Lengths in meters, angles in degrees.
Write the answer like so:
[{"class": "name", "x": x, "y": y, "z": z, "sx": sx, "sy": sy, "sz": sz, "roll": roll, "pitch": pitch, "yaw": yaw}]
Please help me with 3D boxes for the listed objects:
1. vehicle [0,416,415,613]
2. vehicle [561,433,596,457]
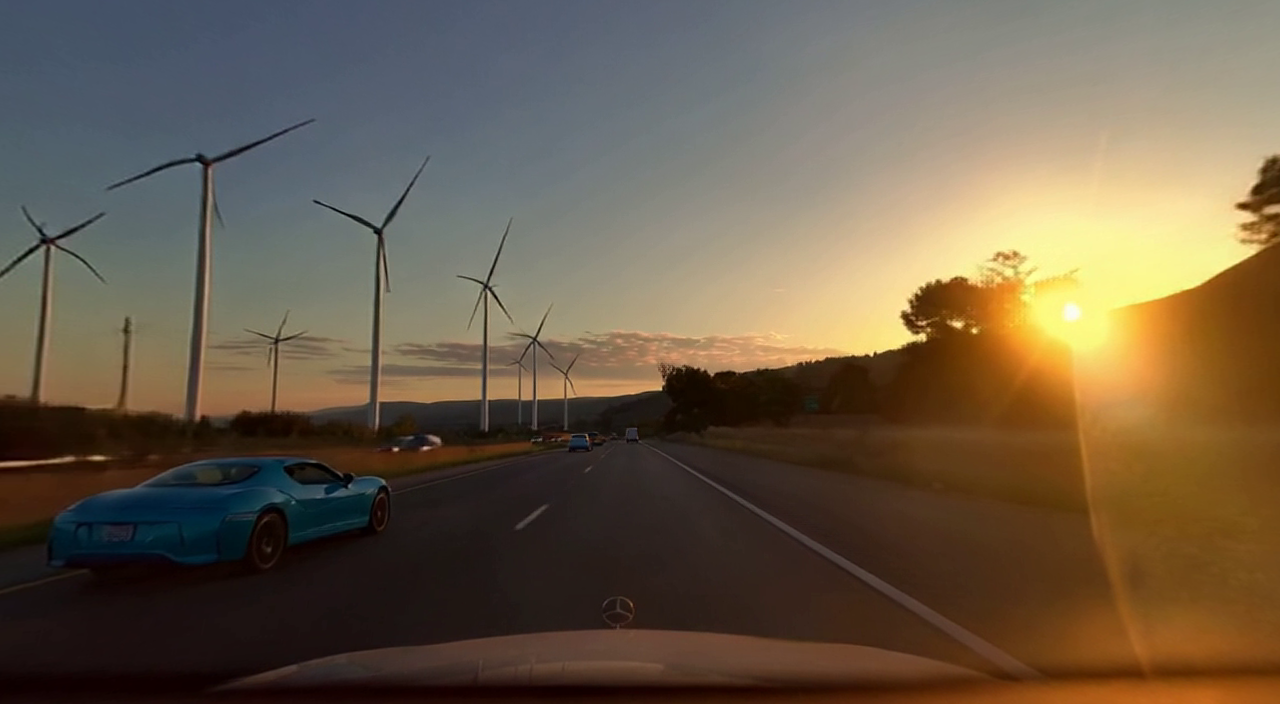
[{"class": "vehicle", "x": -4.126, "y": 1.464, "z": 6.716, "sx": 1.969, "sy": 1.413, "sz": 4.194, "roll": 0, "pitch": -8, "yaw": -1}, {"class": "vehicle", "x": -3.925, "y": 5.975, "z": 40.785, "sx": 2.024, "sy": 1.456, "sz": 3.754, "roll": 0, "pitch": -8, "yaw": -1}]
